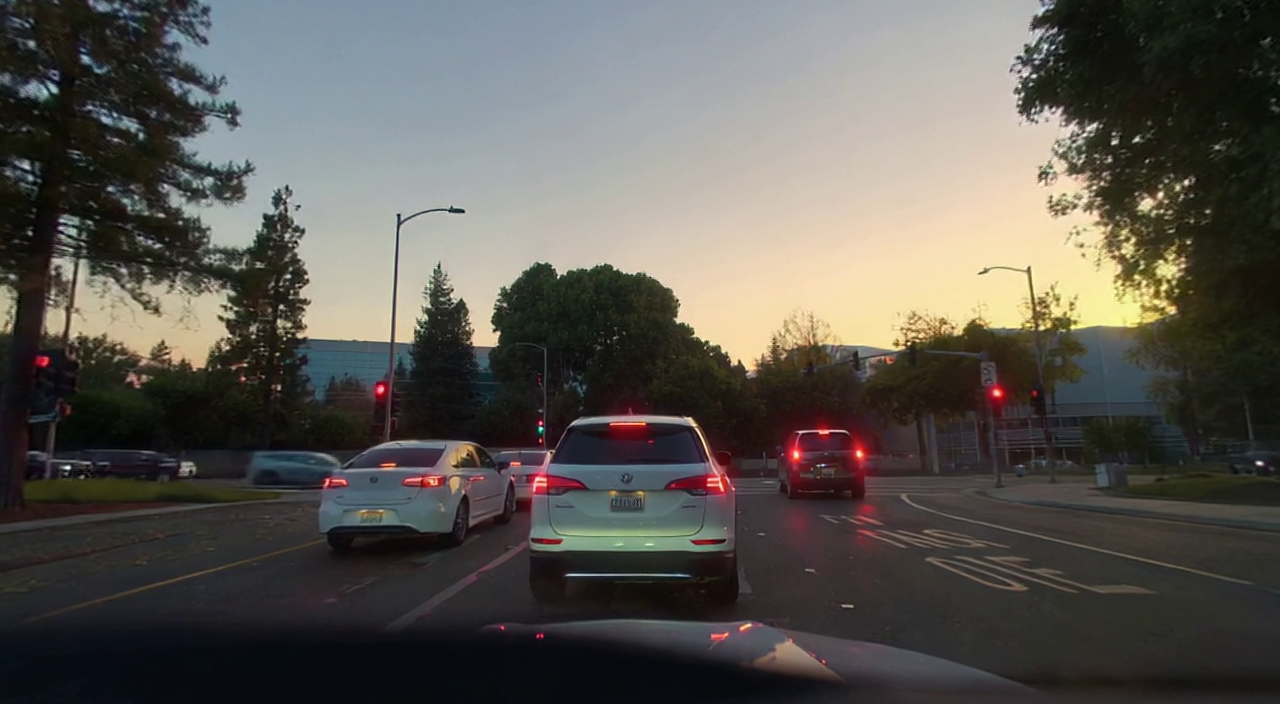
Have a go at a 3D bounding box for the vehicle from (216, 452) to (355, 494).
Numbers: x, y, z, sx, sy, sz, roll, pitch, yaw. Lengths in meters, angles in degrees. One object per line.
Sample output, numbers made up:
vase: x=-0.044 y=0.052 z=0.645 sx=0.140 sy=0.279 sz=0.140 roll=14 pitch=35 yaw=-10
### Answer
vehicle: x=-13.590 y=4.643 z=24.452 sx=4.308 sy=1.494 sz=1.829 roll=2 pitch=-9 yaw=-15

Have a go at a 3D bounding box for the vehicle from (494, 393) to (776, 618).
vehicle: x=-0.034 y=1.524 z=7.179 sx=2.203 sy=1.757 sz=4.286 roll=0 pitch=-8 yaw=0

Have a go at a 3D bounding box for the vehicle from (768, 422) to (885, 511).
vehicle: x=4.807 y=2.993 z=16.919 sx=2.084 sy=2.053 sz=4.073 roll=-1 pitch=-8 yaw=4

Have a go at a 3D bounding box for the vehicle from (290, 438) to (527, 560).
vehicle: x=-3.194 y=2.099 z=9.855 sx=1.913 sy=1.453 sz=4.413 roll=0 pitch=-8 yaw=2

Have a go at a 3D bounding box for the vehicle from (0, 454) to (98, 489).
vehicle: x=-27.114 y=5.270 z=27.942 sx=4.198 sy=1.444 sz=1.765 roll=2 pitch=-9 yaw=-15

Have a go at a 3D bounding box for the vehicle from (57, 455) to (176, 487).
vehicle: x=-26.089 y=5.929 z=31.564 sx=4.140 sy=1.444 sz=1.742 roll=2 pitch=-8 yaw=-16
